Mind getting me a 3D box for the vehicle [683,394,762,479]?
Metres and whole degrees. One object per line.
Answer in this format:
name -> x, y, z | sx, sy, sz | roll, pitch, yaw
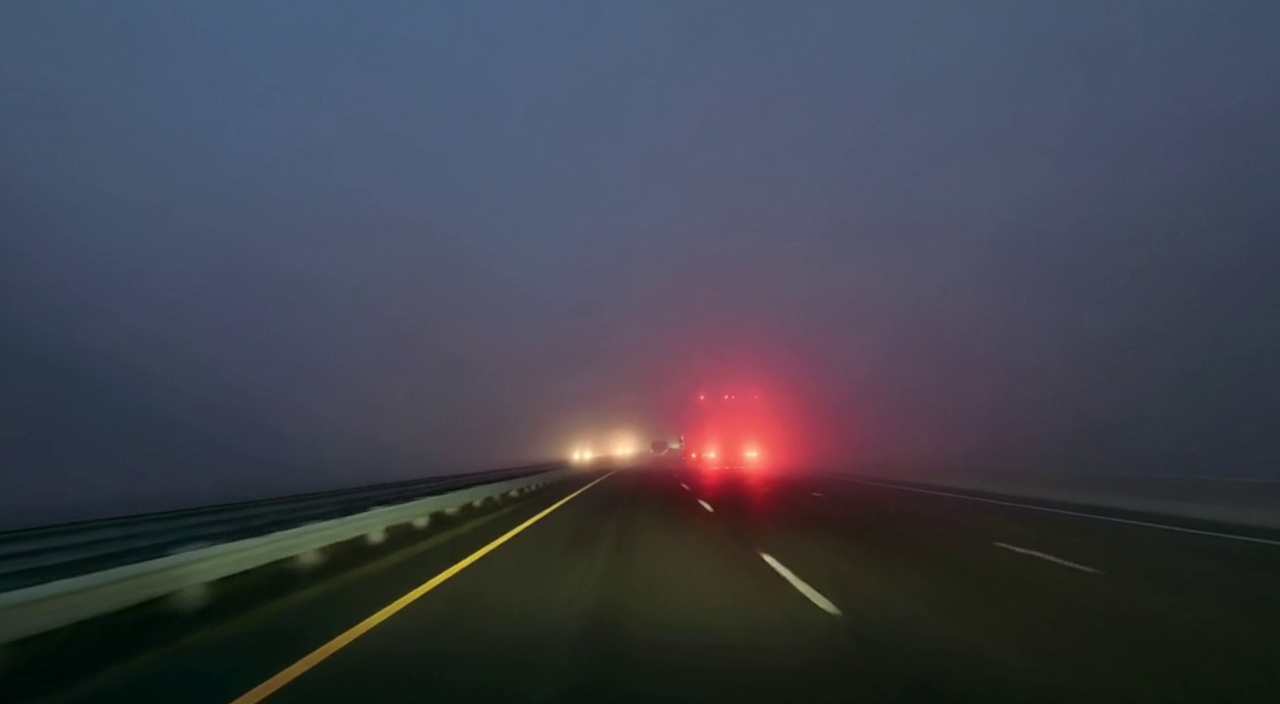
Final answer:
vehicle -> 4.358, 4.977, 36.368 | 2.965, 4.028, 12.529 | -1, -9, 1
